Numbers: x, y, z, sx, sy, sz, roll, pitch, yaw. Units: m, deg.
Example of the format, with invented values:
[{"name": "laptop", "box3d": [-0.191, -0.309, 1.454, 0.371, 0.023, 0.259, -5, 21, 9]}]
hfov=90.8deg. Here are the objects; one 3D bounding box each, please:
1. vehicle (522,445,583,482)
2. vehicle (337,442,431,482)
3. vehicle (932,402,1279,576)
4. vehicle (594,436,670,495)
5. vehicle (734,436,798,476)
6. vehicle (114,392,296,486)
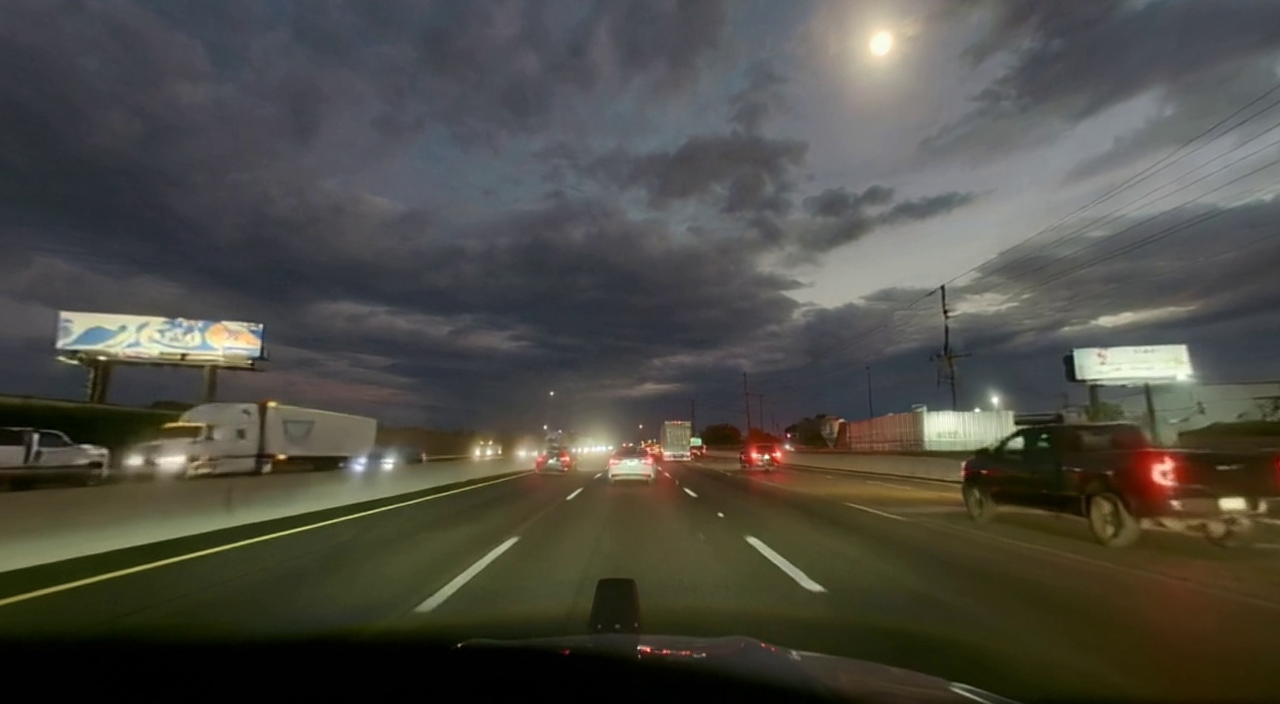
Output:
[{"name": "vehicle", "box3d": [-3.818, 4.925, 28.262, 2.025, 1.498, 4.675, 0, -9, 0]}, {"name": "vehicle", "box3d": [-10.776, 4.653, 27.059, 1.857, 1.524, 5.060, 0, -9, 1]}, {"name": "vehicle", "box3d": [6.726, 1.867, 9.479, 2.086, 1.862, 5.232, 0, -9, -1]}, {"name": "vehicle", "box3d": [-0.245, 3.581, 20.246, 2.191, 1.685, 4.015, 0, -9, -1]}, {"name": "vehicle", "box3d": [6.836, 5.737, 35.060, 2.302, 1.973, 5.502, 0, -9, -1]}, {"name": "vehicle", "box3d": [-20.538, 4.277, 30.737, 3.012, 3.940, 8.053, 0, -9, 0]}]
